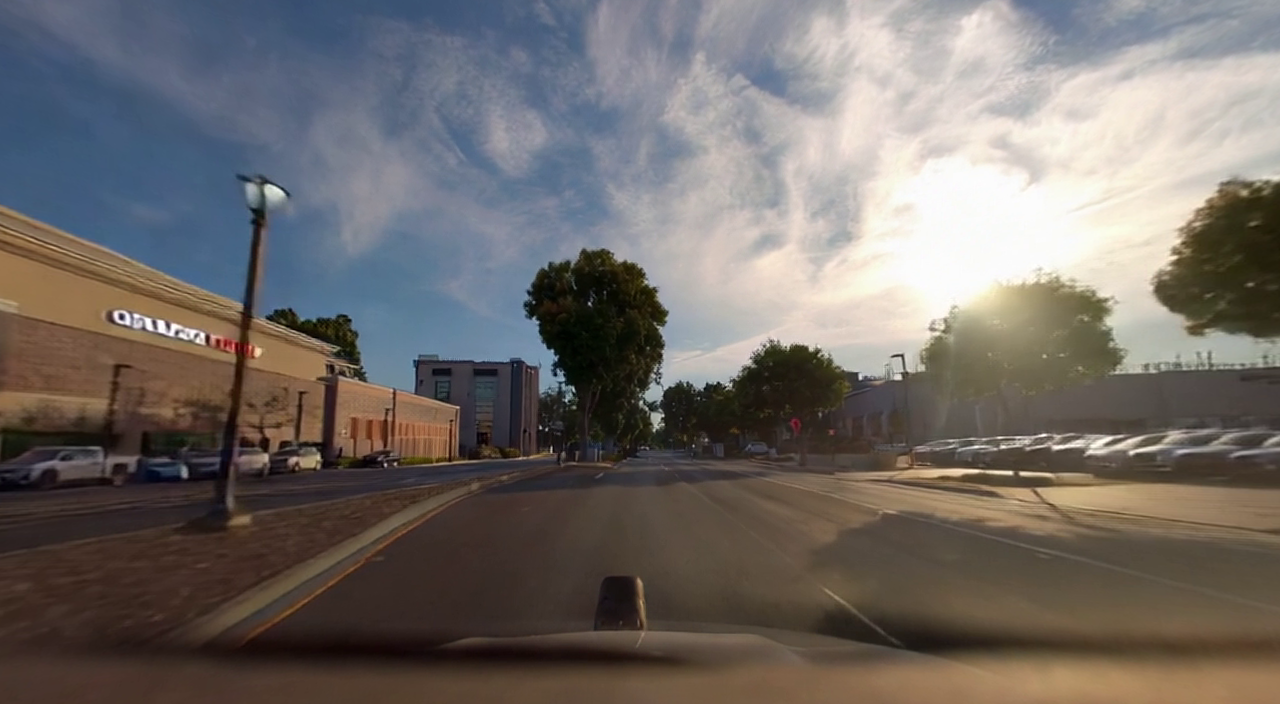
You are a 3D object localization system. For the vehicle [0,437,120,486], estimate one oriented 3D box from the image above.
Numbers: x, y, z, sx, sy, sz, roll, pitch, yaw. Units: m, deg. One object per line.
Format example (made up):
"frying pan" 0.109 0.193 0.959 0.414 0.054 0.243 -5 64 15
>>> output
"vehicle" -25.454 4.615 26.439 5.442 1.851 2.152 -2 -9 1

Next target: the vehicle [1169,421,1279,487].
"vehicle" 20.261 3.176 19.749 5.392 1.923 2.156 0 -9 0
